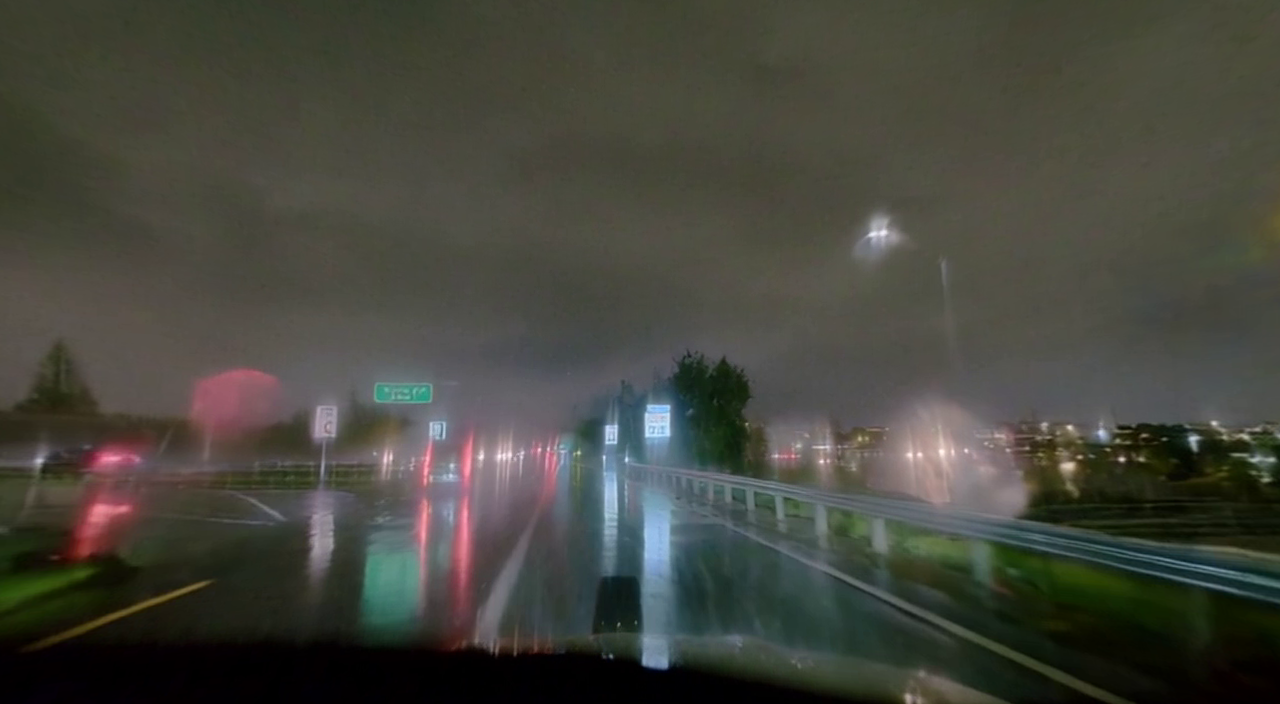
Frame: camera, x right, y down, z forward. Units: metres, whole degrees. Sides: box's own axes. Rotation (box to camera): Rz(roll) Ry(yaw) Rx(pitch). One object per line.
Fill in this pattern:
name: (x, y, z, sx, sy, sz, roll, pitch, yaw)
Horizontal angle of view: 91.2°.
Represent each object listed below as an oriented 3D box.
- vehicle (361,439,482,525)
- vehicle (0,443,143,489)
vehicle: (-4.562, 2.615, 13.215, 2.006, 1.486, 3.950, 3, -9, -19)
vehicle: (-20.482, 4.007, 22.232, 4.278, 1.505, 2.018, -2, -9, 10)
